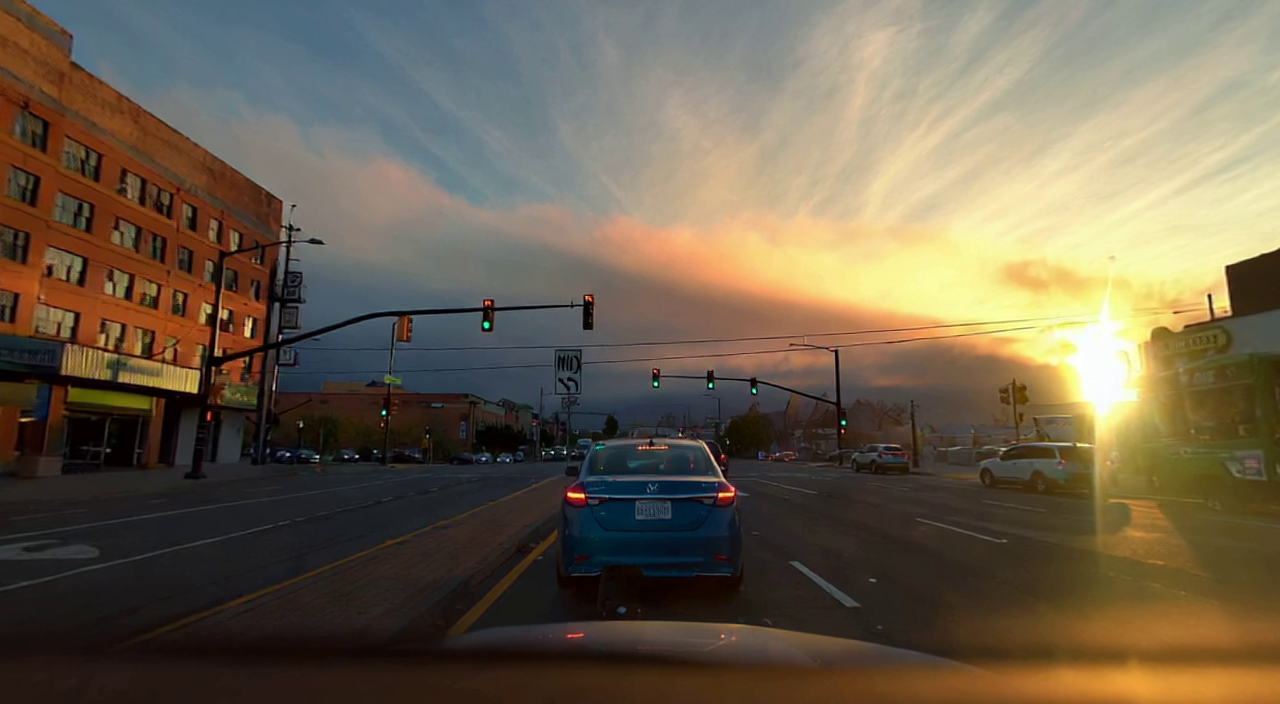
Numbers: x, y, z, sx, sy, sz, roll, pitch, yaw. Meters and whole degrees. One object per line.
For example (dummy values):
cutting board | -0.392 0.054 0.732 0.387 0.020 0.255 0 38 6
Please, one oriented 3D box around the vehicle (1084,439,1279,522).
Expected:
vehicle | 14.189 3.107 15.951 2.235 1.721 5.230 0 -9 1

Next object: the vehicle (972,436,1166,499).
vehicle | 14.066 3.816 21.371 2.309 1.819 5.793 1 -9 -3

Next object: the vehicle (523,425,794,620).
vehicle | 0.133 1.630 7.013 2.067 1.471 4.241 0 -9 0
